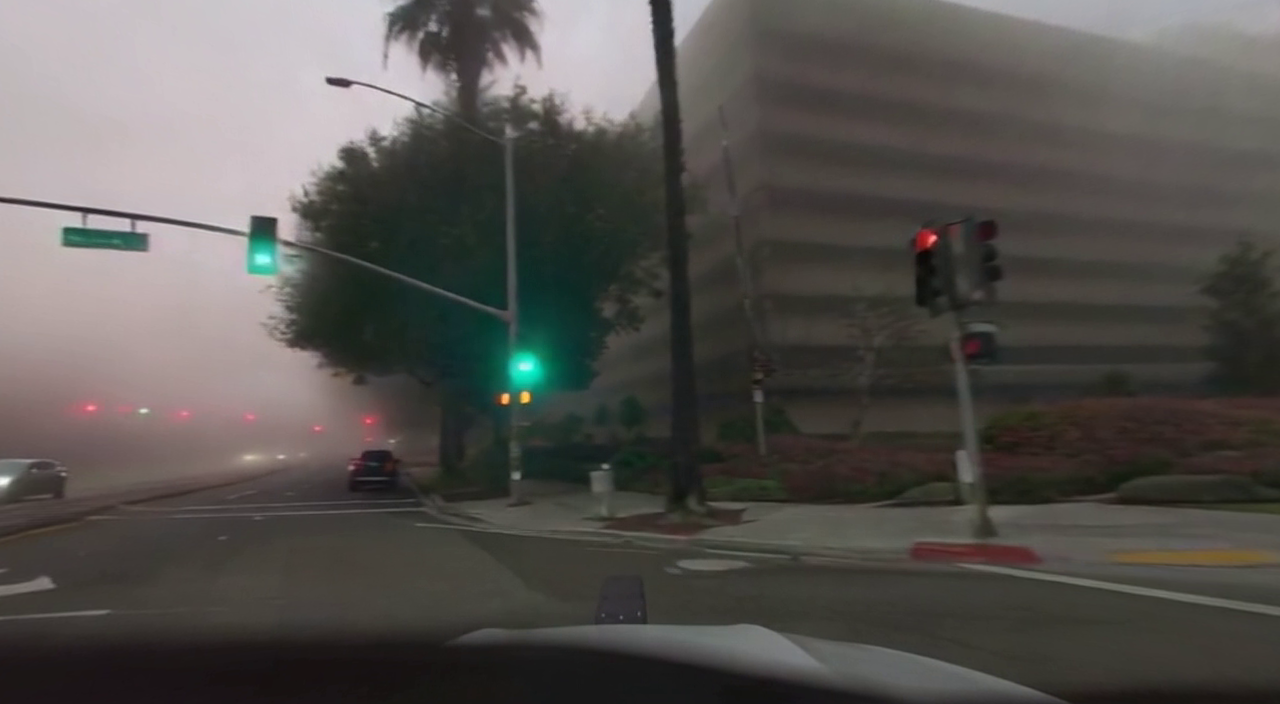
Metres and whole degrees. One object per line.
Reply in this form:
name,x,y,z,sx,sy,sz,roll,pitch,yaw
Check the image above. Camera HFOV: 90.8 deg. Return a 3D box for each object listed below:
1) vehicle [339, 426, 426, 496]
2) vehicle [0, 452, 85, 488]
vehicle,-7.872,3.342,19.757,2.006,1.867,4.651,2,-9,-16
vehicle,-30.685,5.926,32.059,2.118,1.619,4.161,2,-9,-16
